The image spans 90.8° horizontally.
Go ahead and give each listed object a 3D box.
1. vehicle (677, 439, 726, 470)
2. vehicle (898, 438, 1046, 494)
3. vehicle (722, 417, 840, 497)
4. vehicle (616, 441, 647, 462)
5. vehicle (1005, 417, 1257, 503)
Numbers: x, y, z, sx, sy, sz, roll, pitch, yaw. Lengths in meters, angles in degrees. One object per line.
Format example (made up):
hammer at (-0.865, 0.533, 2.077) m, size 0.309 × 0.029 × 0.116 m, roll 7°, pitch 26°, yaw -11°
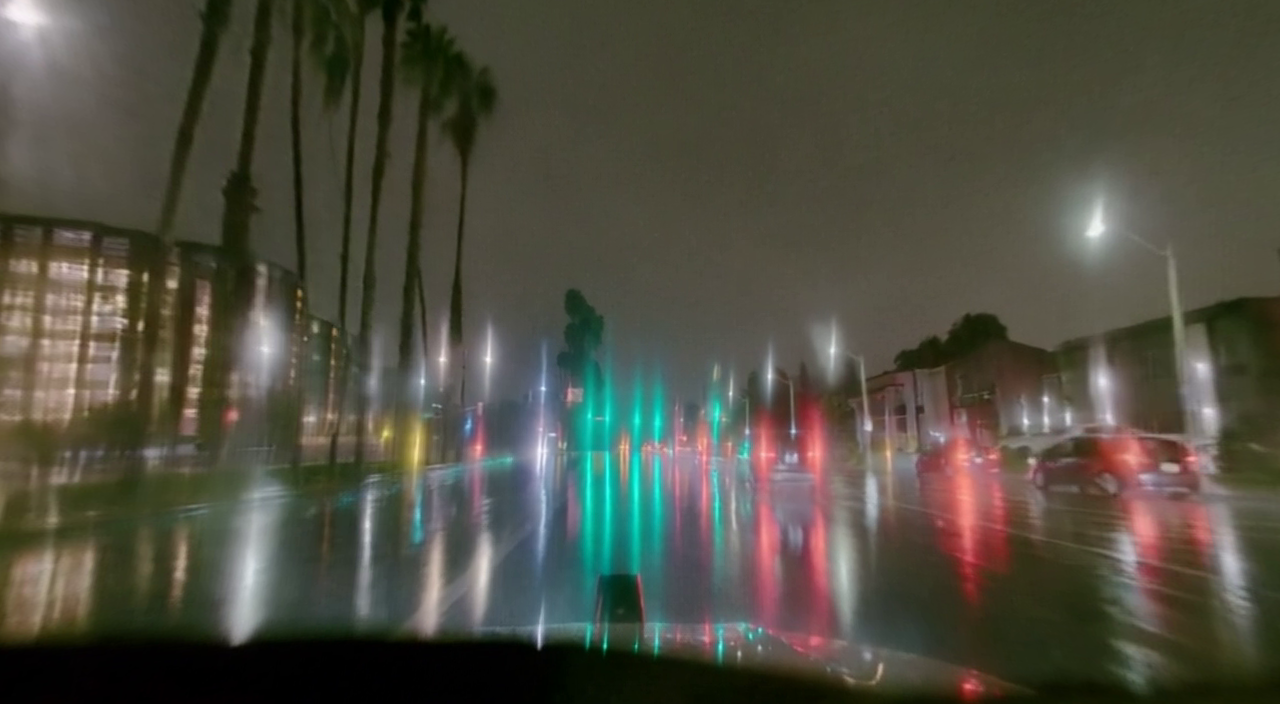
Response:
vehicle at (3.189, 5.425, 33.639) m, size 2.010 × 1.509 × 4.377 m, roll 0°, pitch -9°, yaw -2°
vehicle at (9.689, 3.346, 18.926) m, size 1.871 × 1.465 × 4.395 m, roll 0°, pitch -9°, yaw -2°
vehicle at (3.759, 2.922, 17.843) m, size 2.104 × 1.910 × 4.693 m, roll 0°, pitch -9°, yaw -2°
vehicle at (-0.653, 7.307, 46.384) m, size 2.115 × 1.464 × 4.205 m, roll 0°, pitch -9°, yaw -1°
vehicle at (12.732, 2.853, 17.082) m, size 2.157 × 1.937 × 5.386 m, roll 0°, pitch -9°, yaw -5°
